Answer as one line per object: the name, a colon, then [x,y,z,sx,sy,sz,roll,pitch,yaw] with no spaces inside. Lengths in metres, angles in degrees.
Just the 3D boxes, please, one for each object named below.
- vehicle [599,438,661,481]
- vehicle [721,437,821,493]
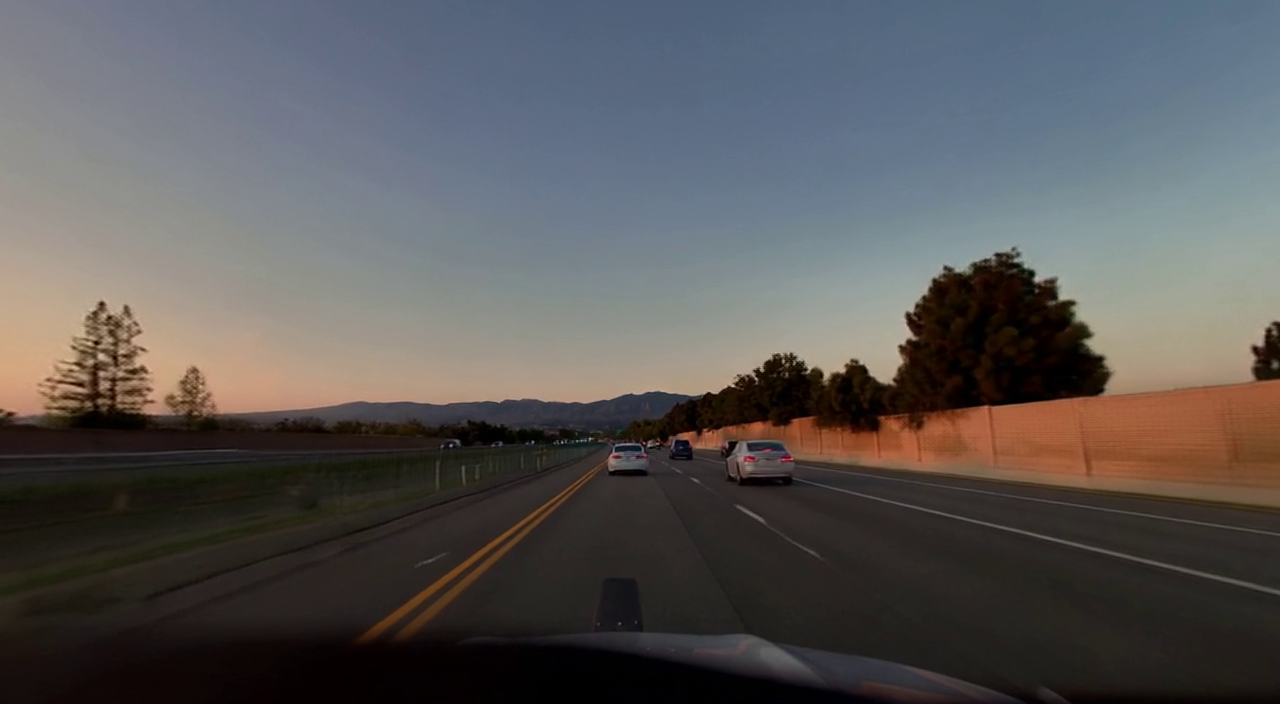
vehicle: [-0.350,3.944,23.291,2.085,1.449,3.860,0,-8,0]
vehicle: [3.735,3.285,18.711,1.957,1.447,4.241,0,-8,-2]
